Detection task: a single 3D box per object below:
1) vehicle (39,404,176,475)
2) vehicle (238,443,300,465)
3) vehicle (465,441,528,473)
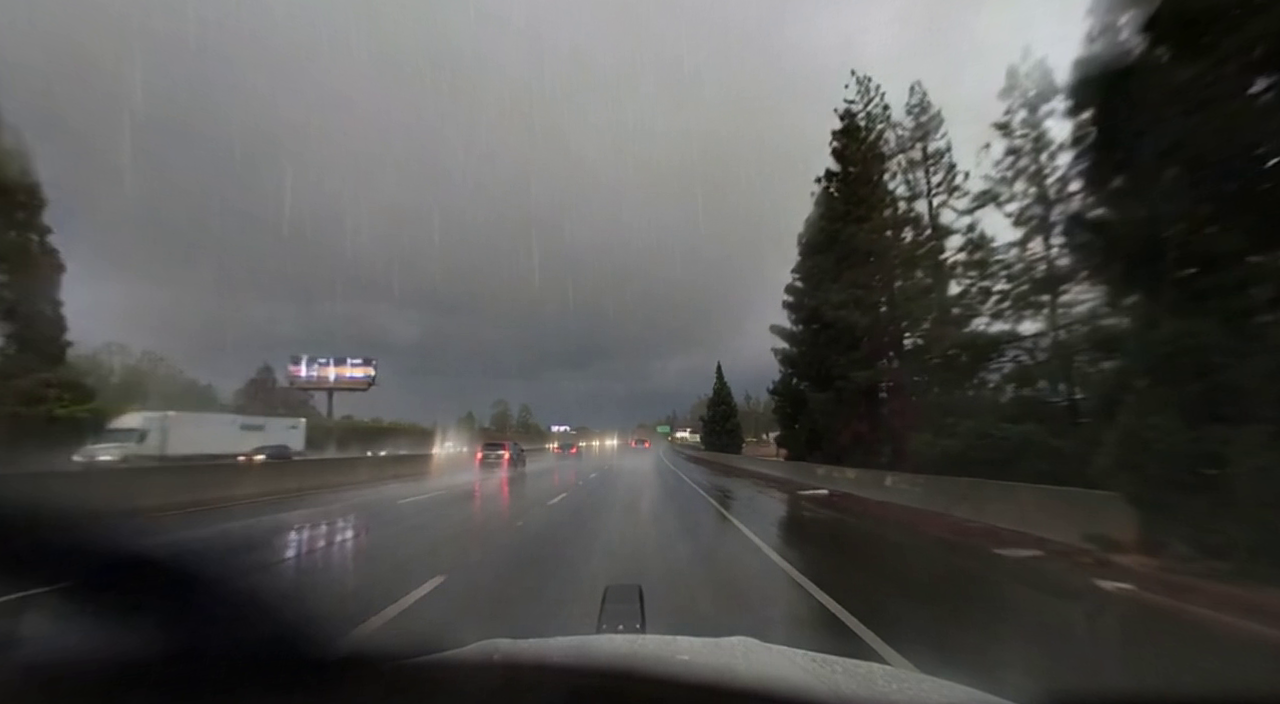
[{"bbox_3d":[-32.719,5.469,39.100,2.976,4.021,5.937,0,-9,1],"label":"vehicle"},{"bbox_3d":[-28.615,7.894,48.750,1.915,1.610,4.542,0,-9,1],"label":"vehicle"},{"bbox_3d":[-7.204,5.339,32.234,2.008,1.520,4.731,0,-9,1],"label":"vehicle"}]
